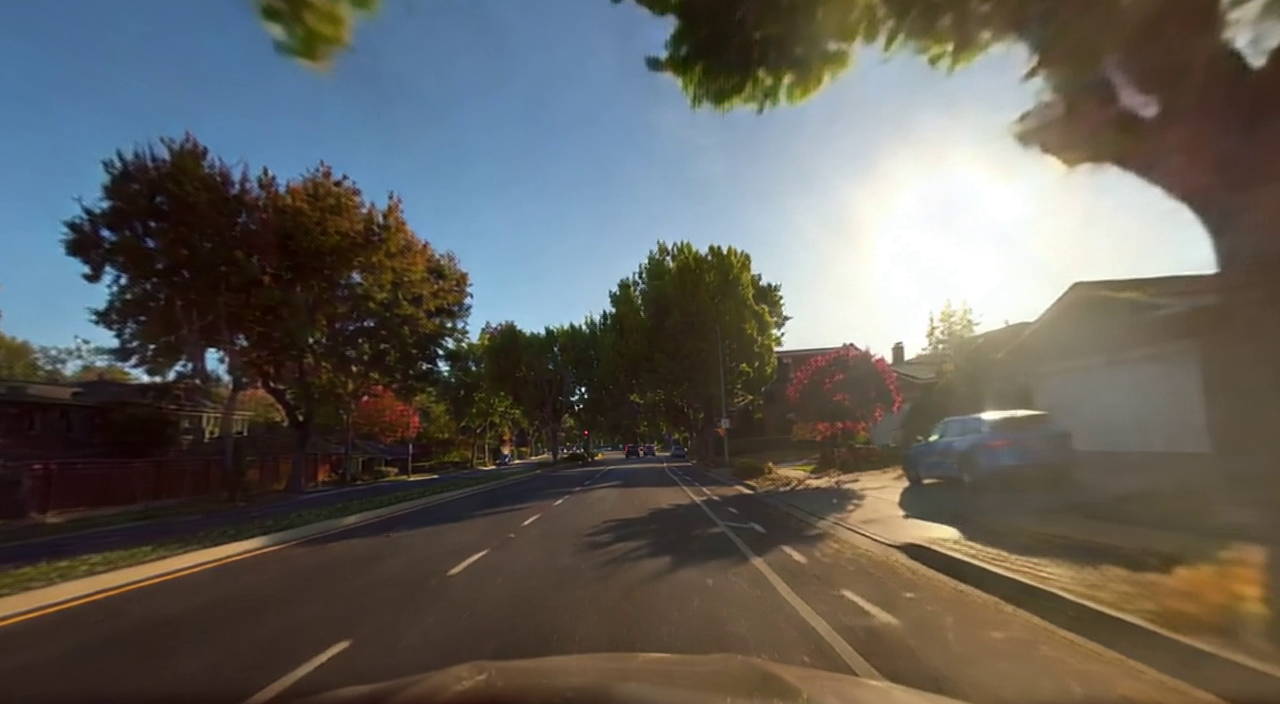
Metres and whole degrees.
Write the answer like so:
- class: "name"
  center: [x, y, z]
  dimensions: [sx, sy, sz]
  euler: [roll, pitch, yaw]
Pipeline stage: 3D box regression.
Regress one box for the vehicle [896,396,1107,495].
- class: "vehicle"
  center: [8.302, 2.293, 15.217]
  dimensions: [2.051, 1.801, 4.785]
  euler: [-5, -10, -1]
